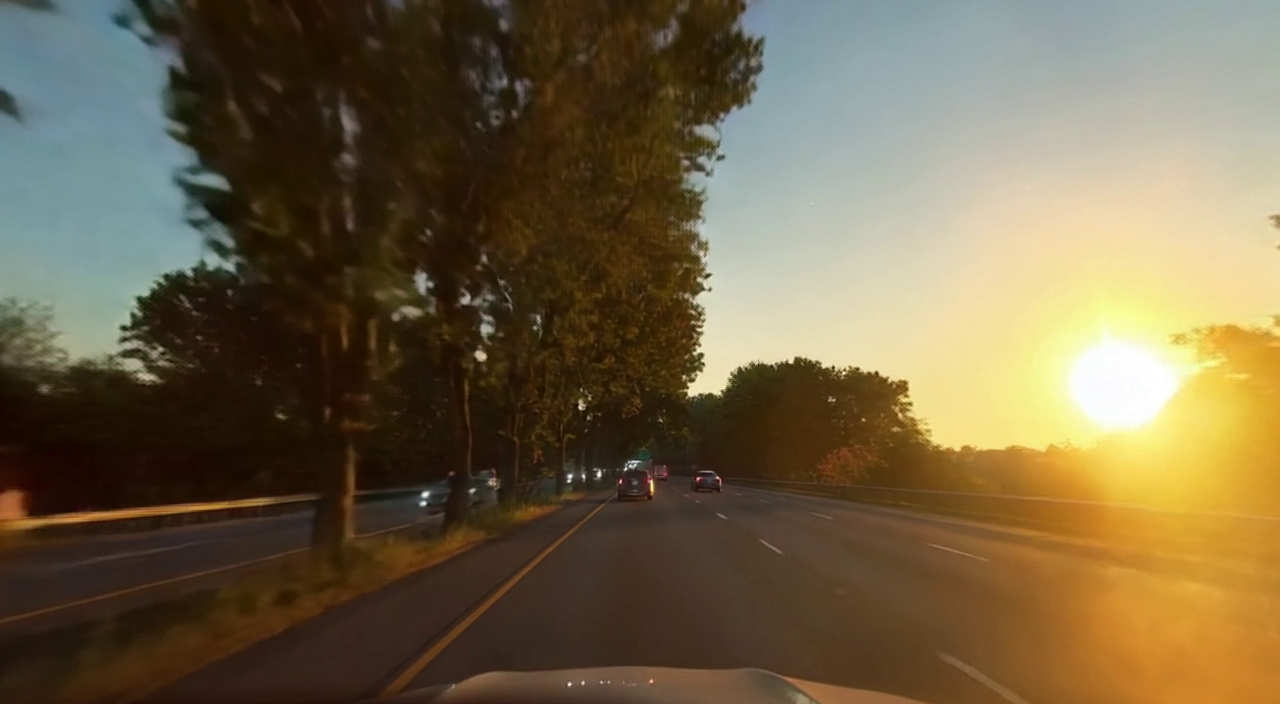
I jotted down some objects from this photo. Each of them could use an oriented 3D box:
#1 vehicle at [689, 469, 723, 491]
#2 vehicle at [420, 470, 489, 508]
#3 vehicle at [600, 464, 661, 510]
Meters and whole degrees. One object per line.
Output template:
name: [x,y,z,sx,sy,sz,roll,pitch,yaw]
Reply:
vehicle: [4.703,9.210,45.605,1.974,1.476,4.119,1,-10,0]
vehicle: [-7.908,5.848,27.205,1.780,1.447,3.670,1,-10,1]
vehicle: [-0.335,4.884,23.043,2.060,1.473,3.726,1,-10,-1]
